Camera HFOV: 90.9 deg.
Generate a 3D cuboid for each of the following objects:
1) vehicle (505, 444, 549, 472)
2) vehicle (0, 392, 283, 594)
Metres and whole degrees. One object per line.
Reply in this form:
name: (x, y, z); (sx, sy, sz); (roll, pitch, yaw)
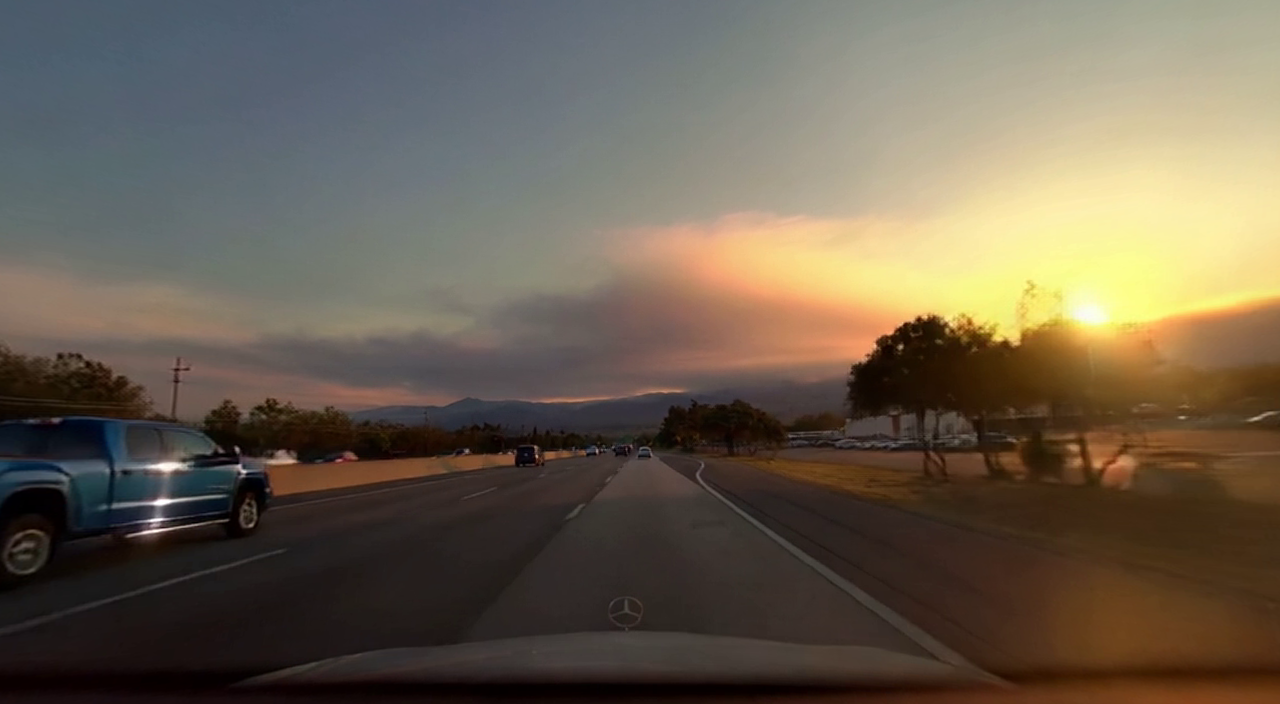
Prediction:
vehicle: (-7.274, 6.825, 40.994); (2.021, 1.699, 4.324); (0, -8, 1)
vehicle: (-7.203, 1.602, 7.726); (2.156, 1.911, 5.956); (0, -8, 0)
